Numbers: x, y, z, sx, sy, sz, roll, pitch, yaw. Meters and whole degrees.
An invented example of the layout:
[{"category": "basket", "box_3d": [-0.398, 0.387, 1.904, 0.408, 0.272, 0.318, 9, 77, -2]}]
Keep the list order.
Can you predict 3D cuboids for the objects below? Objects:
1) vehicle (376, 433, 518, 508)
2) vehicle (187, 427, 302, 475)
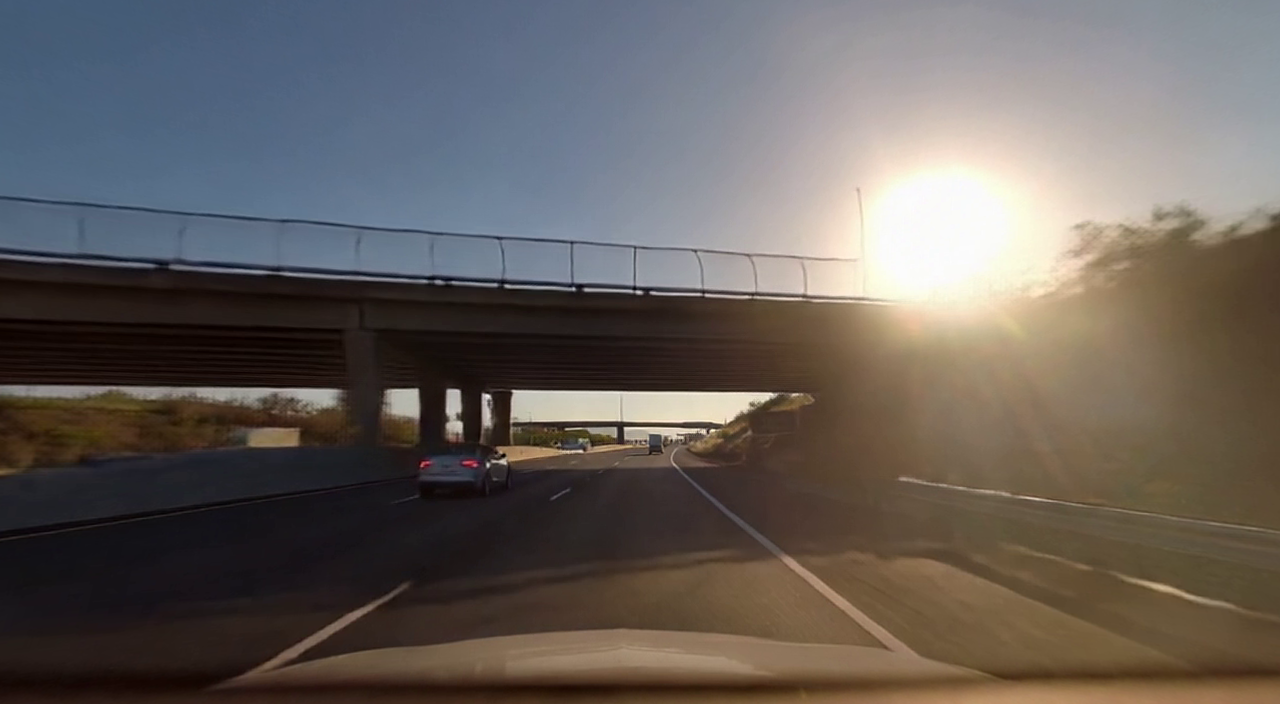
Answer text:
[{"category": "vehicle", "box_3d": [-4.487, 2.841, 15.478, 1.961, 1.540, 4.487, -1, -9, 2]}, {"category": "vehicle", "box_3d": [-22.936, 5.806, 36.917, 2.243, 2.568, 6.614, -1, -9, 1]}]
